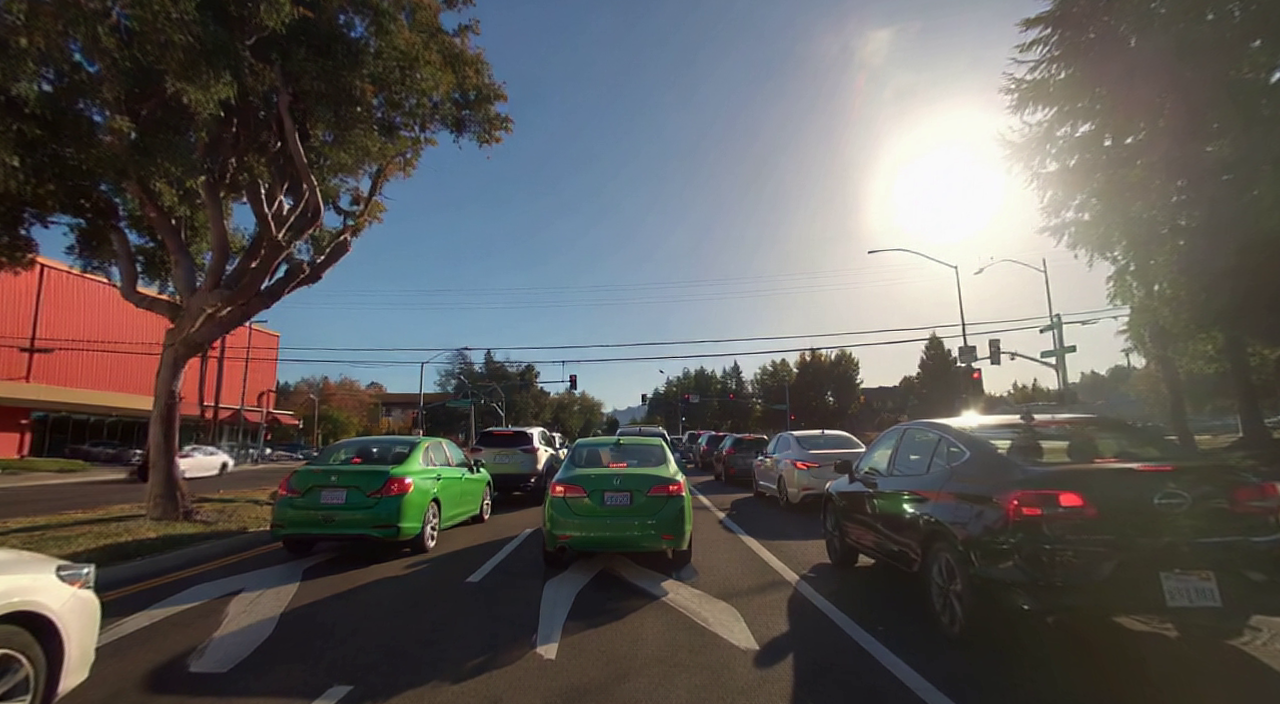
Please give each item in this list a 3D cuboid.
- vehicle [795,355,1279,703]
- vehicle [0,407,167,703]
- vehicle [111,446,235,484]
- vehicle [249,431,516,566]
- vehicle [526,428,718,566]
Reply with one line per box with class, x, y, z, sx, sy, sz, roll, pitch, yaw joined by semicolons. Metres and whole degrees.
vehicle;3.004;1.195;5.158;2.196;1.676;4.865;0;-8;-1
vehicle;-3.355;0.715;0.847;1.863;1.448;4.697;0;-8;-1
vehicle;-19.593;4.716;26.803;2.075;1.445;4.597;1;-8;-6
vehicle;-3.201;1.890;8.945;1.917;1.441;4.128;-1;-8;2
vehicle;-0.203;1.833;8.710;2.041;1.450;3.847;0;-8;0
